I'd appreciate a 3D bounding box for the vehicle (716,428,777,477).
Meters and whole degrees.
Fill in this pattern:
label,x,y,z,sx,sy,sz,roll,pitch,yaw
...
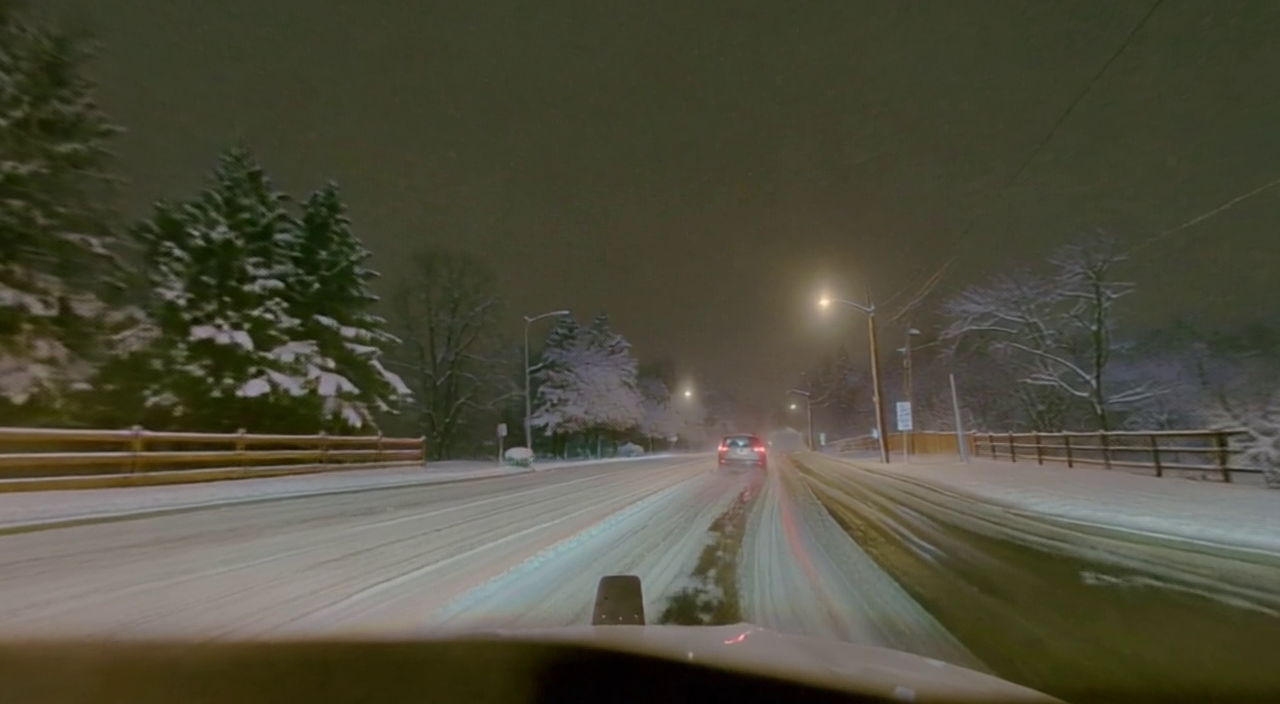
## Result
label,x,y,z,sx,sy,sz,roll,pitch,yaw
vehicle,4.394,4.110,26.048,2.230,1.827,4.580,-1,-8,10
